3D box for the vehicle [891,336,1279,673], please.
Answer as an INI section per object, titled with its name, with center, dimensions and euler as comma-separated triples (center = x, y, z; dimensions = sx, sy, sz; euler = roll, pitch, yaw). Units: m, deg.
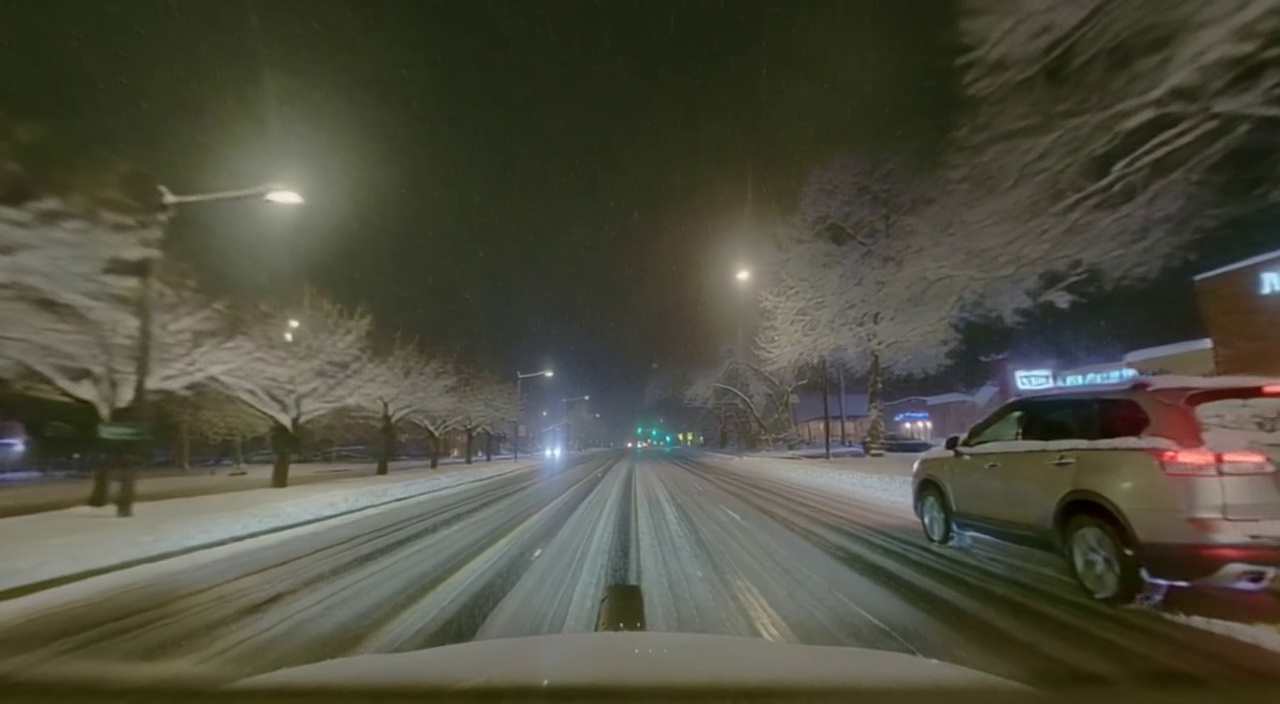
[vehicle]
center = 4.711, 1.244, 6.277
dimensions = 2.185, 1.956, 5.128
euler = 0, -8, -1
